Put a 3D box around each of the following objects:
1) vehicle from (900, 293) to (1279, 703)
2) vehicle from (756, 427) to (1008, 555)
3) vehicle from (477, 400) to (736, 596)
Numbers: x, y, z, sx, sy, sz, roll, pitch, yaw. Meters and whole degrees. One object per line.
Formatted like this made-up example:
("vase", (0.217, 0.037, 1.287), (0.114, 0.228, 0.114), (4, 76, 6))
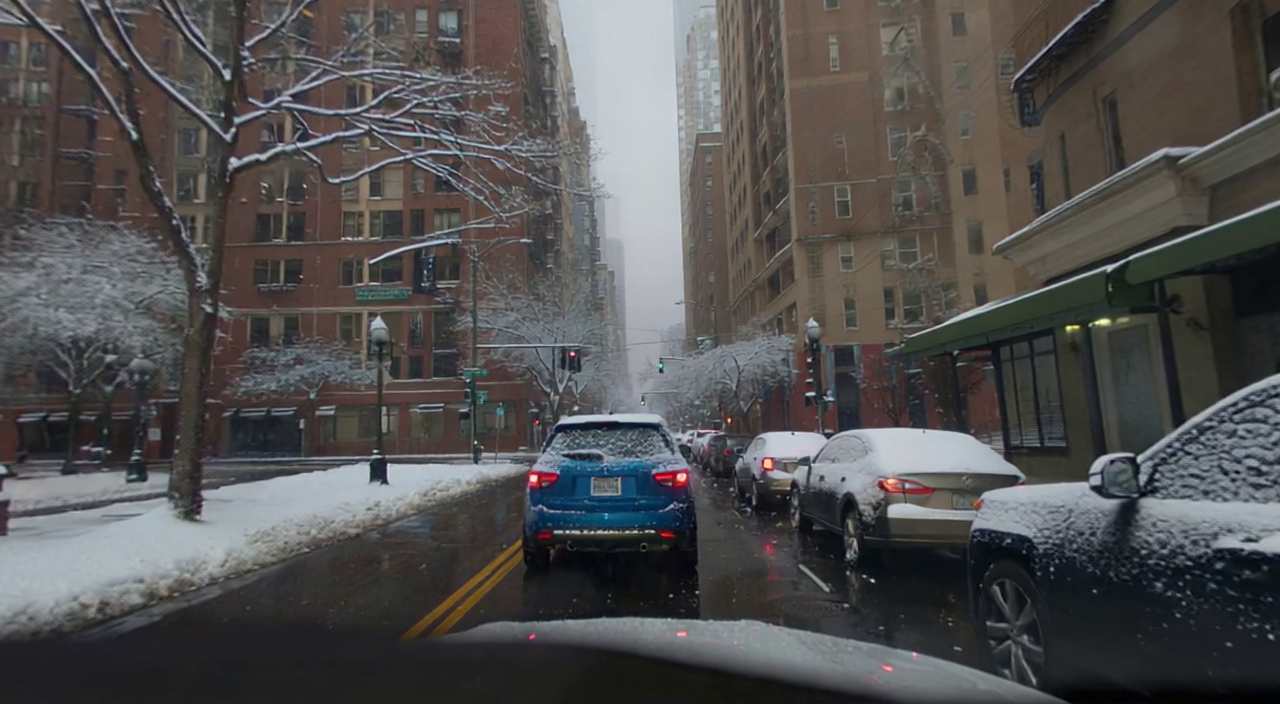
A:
("vehicle", (2.997, 0.750, 2.244), (2.063, 1.760, 4.664), (0, -9, -1))
("vehicle", (3.286, 1.983, 9.804), (1.941, 1.482, 4.632), (0, -9, -2))
("vehicle", (-0.340, 1.583, 7.644), (2.249, 1.684, 4.084), (0, -9, -1))
